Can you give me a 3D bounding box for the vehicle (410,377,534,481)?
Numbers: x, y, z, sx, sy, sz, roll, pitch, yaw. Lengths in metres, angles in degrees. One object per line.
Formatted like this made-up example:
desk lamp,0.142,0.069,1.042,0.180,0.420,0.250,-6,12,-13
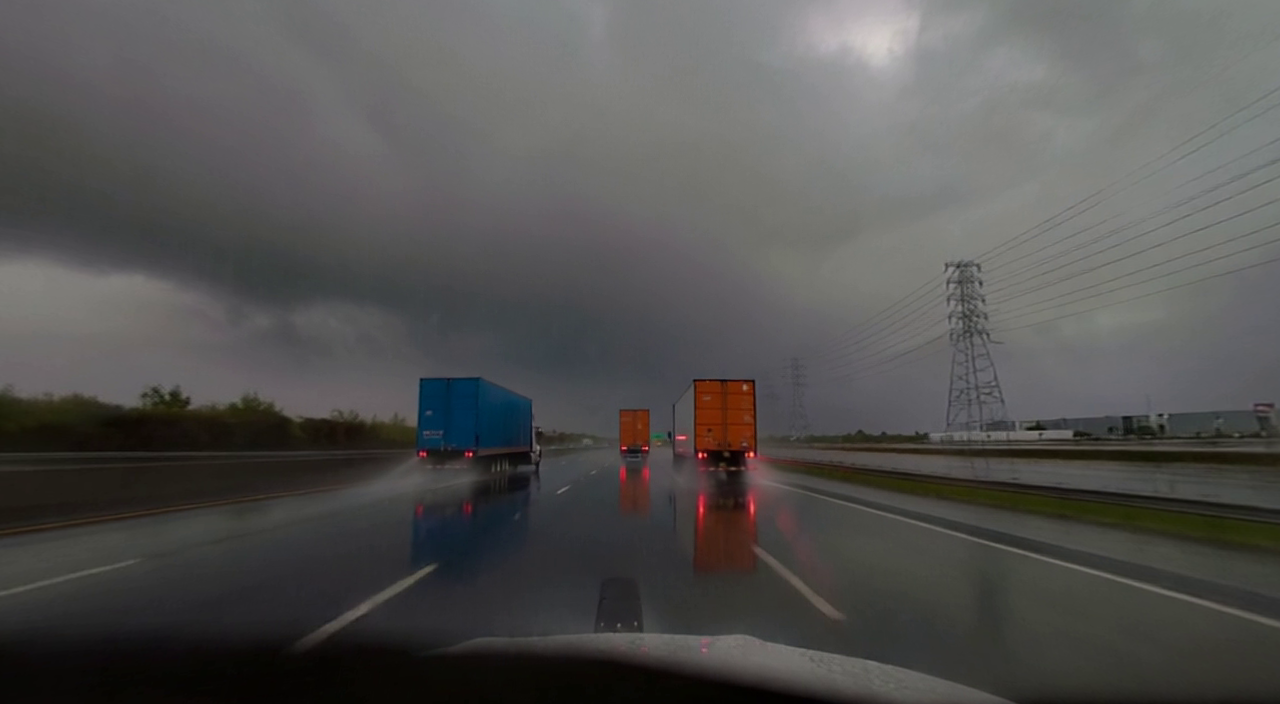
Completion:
vehicle,-7.351,3.772,29.866,2.937,3.981,11.119,0,-9,-1
